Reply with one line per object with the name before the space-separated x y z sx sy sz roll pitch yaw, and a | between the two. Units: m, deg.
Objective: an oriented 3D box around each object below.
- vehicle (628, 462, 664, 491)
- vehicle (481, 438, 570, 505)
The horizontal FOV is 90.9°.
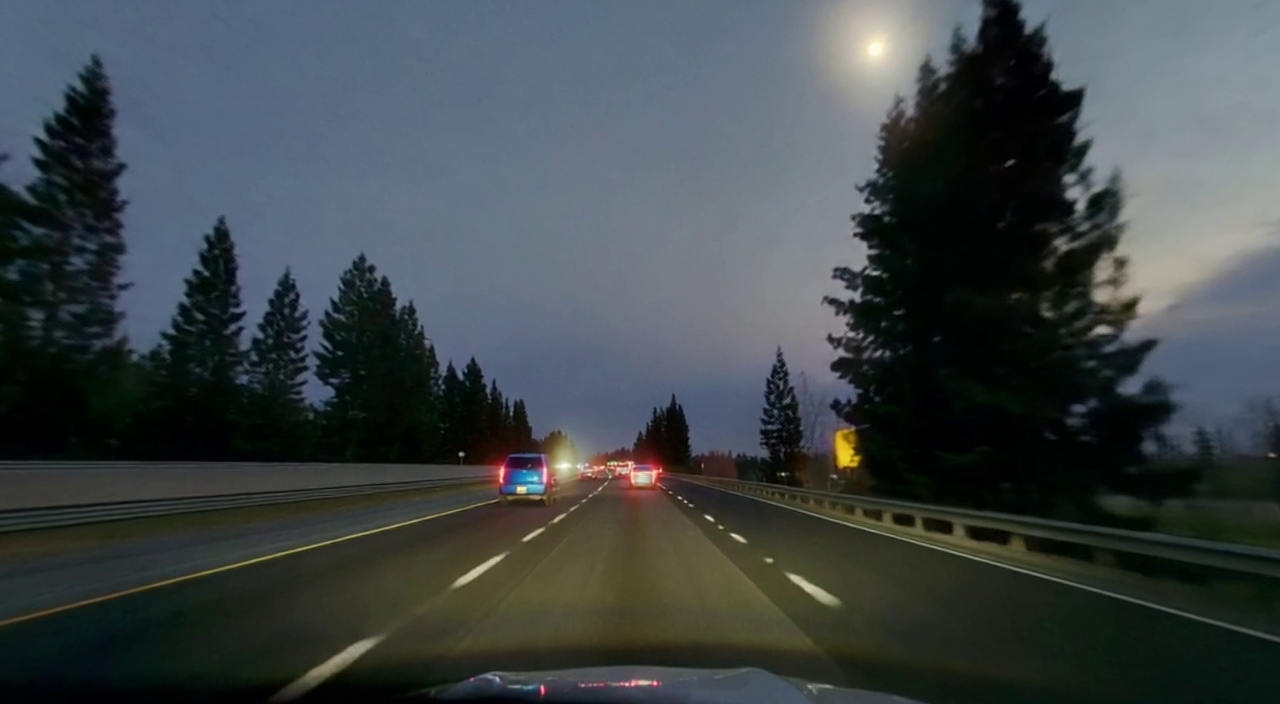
vehicle | 0.313 7.143 36.352 1.905 1.559 3.491 1 -10 -2
vehicle | -3.938 4.286 22.708 2.237 2.113 4.815 0 -10 0
